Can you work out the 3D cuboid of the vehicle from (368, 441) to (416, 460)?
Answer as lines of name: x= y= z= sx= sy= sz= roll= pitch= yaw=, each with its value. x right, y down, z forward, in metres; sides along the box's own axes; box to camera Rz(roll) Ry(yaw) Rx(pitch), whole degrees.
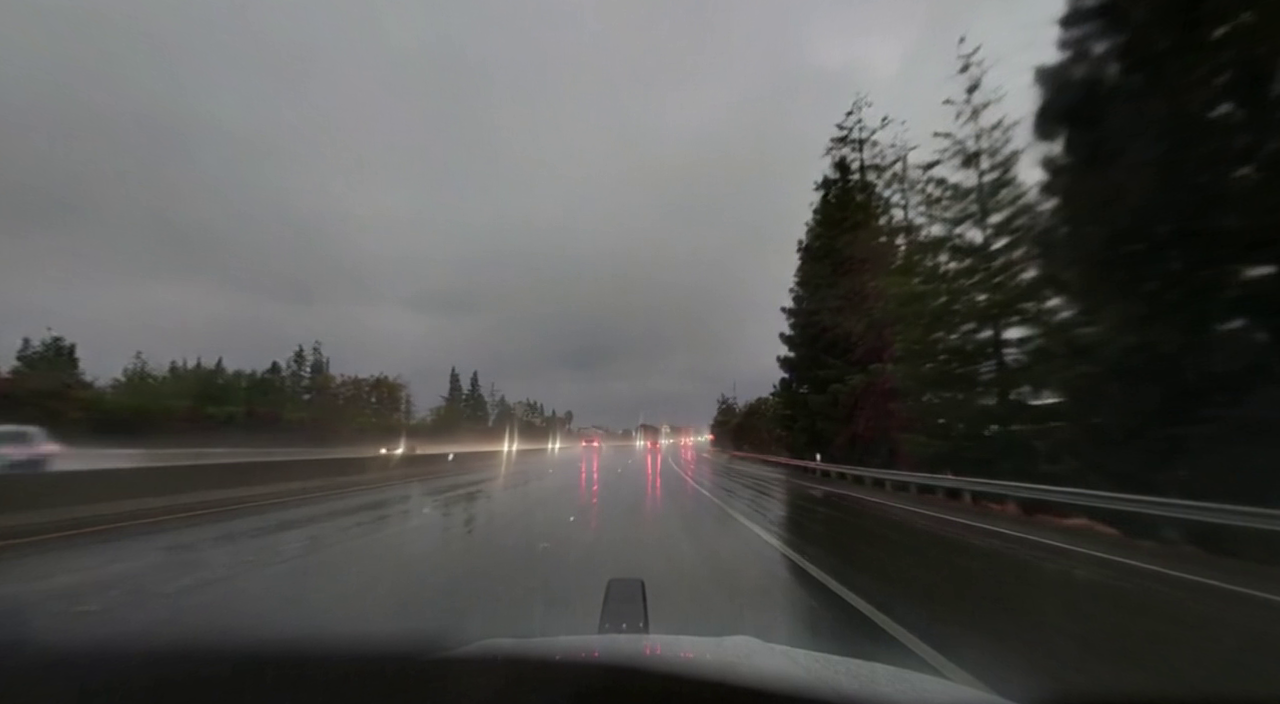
vehicle: x=-17.746 y=7.066 z=45.312 sx=1.914 sy=1.269 sz=3.536 roll=0 pitch=-8 yaw=3
